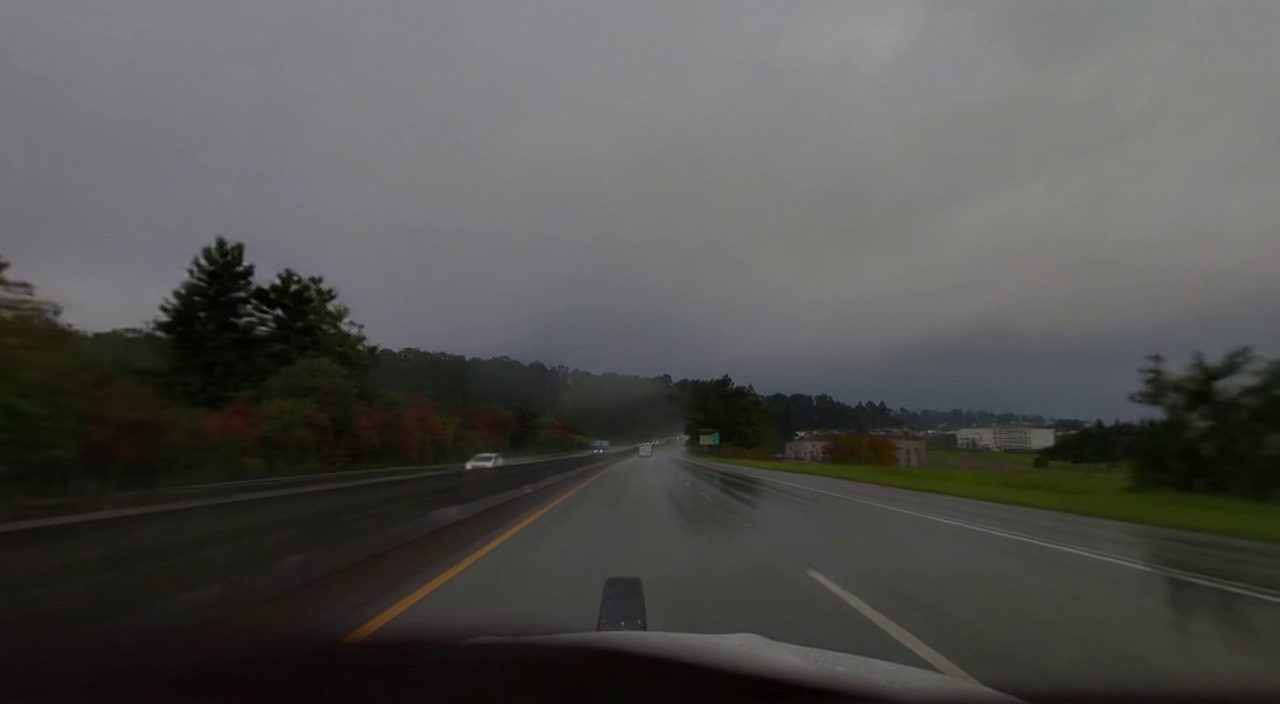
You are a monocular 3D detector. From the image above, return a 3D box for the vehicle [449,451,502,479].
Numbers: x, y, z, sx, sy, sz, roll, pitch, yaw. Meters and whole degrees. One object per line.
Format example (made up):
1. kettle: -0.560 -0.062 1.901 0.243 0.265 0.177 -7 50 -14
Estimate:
1. vehicle: -9.891 6.825 38.364 1.908 1.565 4.710 0 -9 1
